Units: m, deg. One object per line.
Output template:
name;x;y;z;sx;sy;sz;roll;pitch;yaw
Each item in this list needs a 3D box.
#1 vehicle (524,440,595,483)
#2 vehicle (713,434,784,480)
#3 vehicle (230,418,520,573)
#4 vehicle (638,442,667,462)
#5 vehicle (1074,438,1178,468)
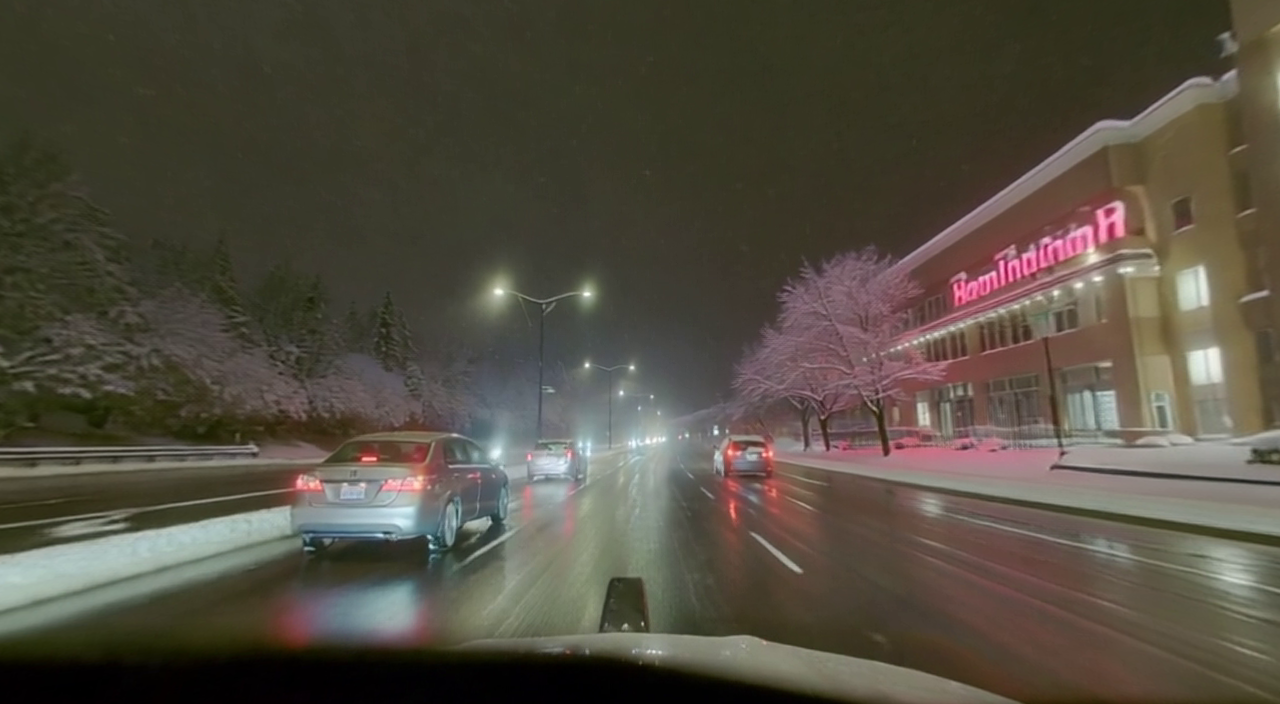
vehicle;-2.922;4.084;23.888;1.980;1.454;4.226;0;-8;2
vehicle;4.330;4.261;25.840;2.103;1.699;4.171;0;-8;0
vehicle;-3.143;1.794;8.748;2.118;1.568;4.436;0;-8;-1
vehicle;1.009;7.835;49.677;2.164;1.477;3.988;0;-8;2
vehicle;29.729;6.194;38.680;4.667;1.674;1.767;-1;-9;11
